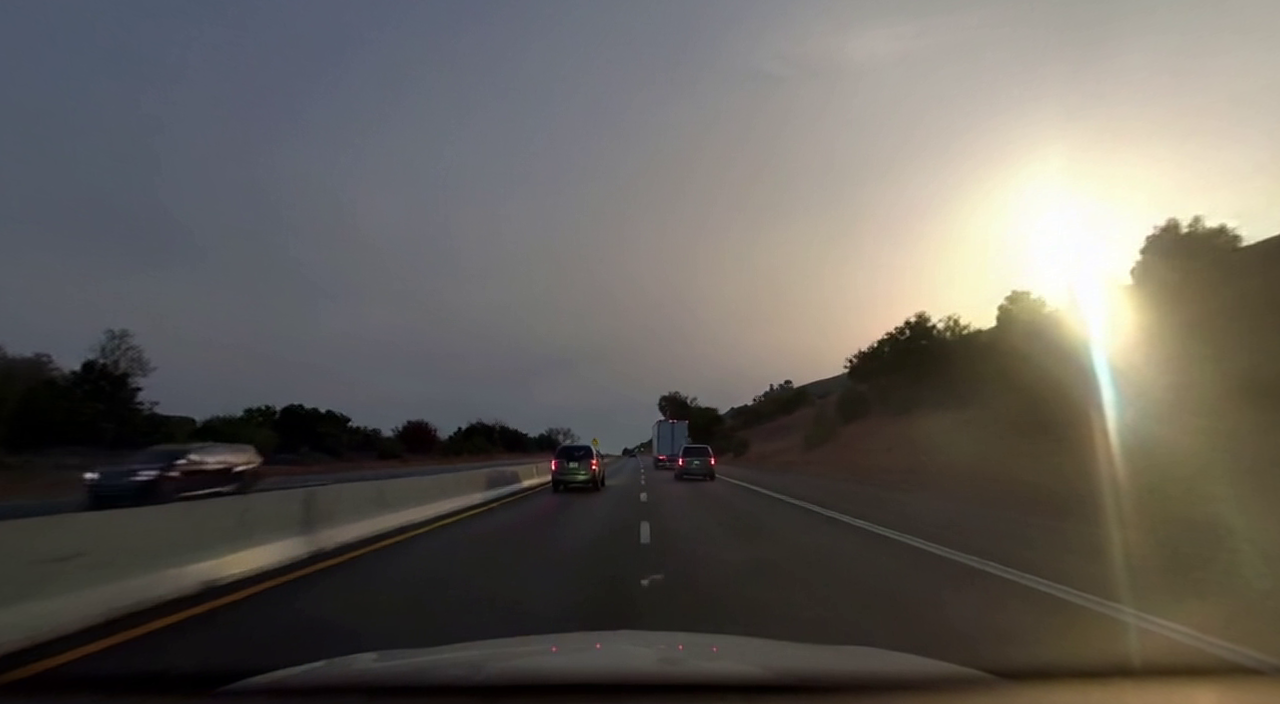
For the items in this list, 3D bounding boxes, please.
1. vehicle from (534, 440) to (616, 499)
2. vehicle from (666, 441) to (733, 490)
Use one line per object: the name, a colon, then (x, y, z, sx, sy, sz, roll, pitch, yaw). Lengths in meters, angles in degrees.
vehicle: (-1.950, 3.751, 20.390, 2.181, 1.653, 4.691, 0, -9, 0)
vehicle: (2.205, 4.372, 24.485, 2.230, 1.715, 4.243, 0, -9, 1)
